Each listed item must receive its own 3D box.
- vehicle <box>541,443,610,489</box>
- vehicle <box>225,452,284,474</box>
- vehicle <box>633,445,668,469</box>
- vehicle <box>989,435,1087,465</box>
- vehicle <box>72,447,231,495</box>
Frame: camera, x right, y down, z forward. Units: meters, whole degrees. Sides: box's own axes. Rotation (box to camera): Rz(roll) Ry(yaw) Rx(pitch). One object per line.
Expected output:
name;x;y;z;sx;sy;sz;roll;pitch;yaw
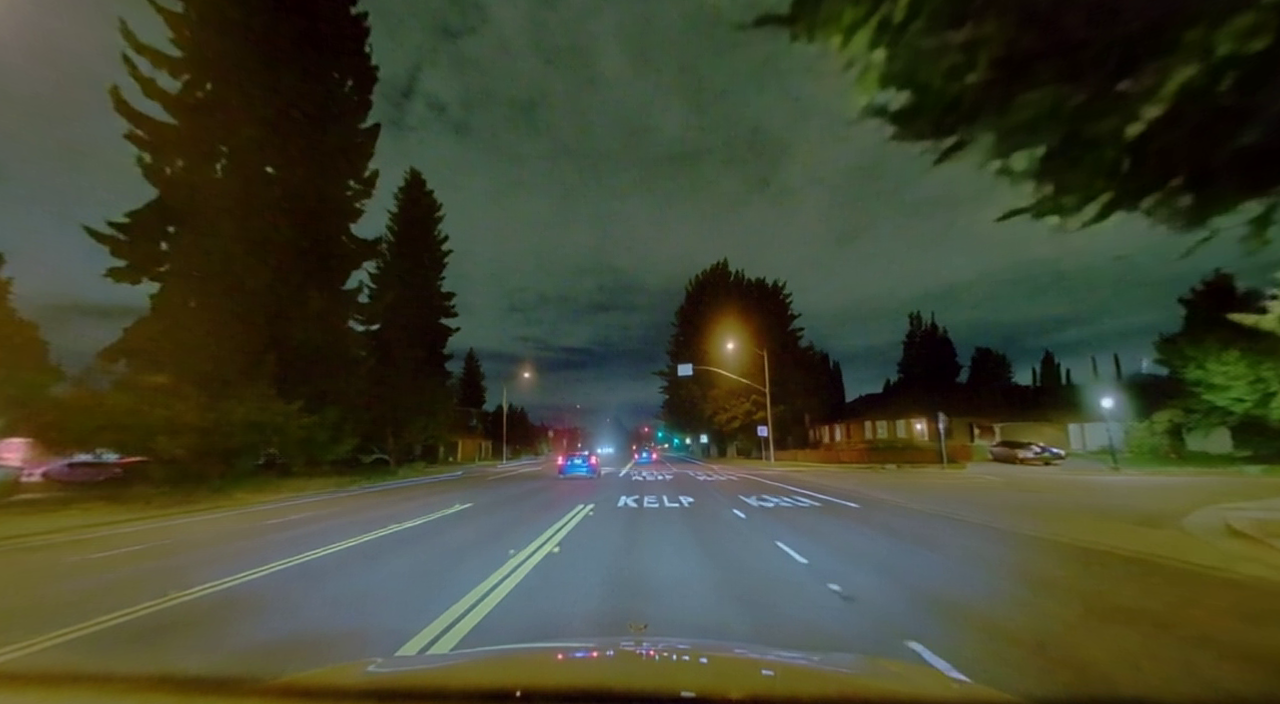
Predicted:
vehicle;-2.231;4.111;23.187;2.158;1.469;4.909;0;-9;-2
vehicle;-28.463;8.177;46.703;1.961;1.470;3.811;1;-8;0
vehicle;0.659;6.877;41.511;2.226;1.505;4.128;0;-9;0
vehicle;22.828;5.626;36.245;4.318;1.601;1.975;0;-9;-3
vehicle;-22.463;5.466;29.428;2.173;1.849;5.752;-5;-9;11
